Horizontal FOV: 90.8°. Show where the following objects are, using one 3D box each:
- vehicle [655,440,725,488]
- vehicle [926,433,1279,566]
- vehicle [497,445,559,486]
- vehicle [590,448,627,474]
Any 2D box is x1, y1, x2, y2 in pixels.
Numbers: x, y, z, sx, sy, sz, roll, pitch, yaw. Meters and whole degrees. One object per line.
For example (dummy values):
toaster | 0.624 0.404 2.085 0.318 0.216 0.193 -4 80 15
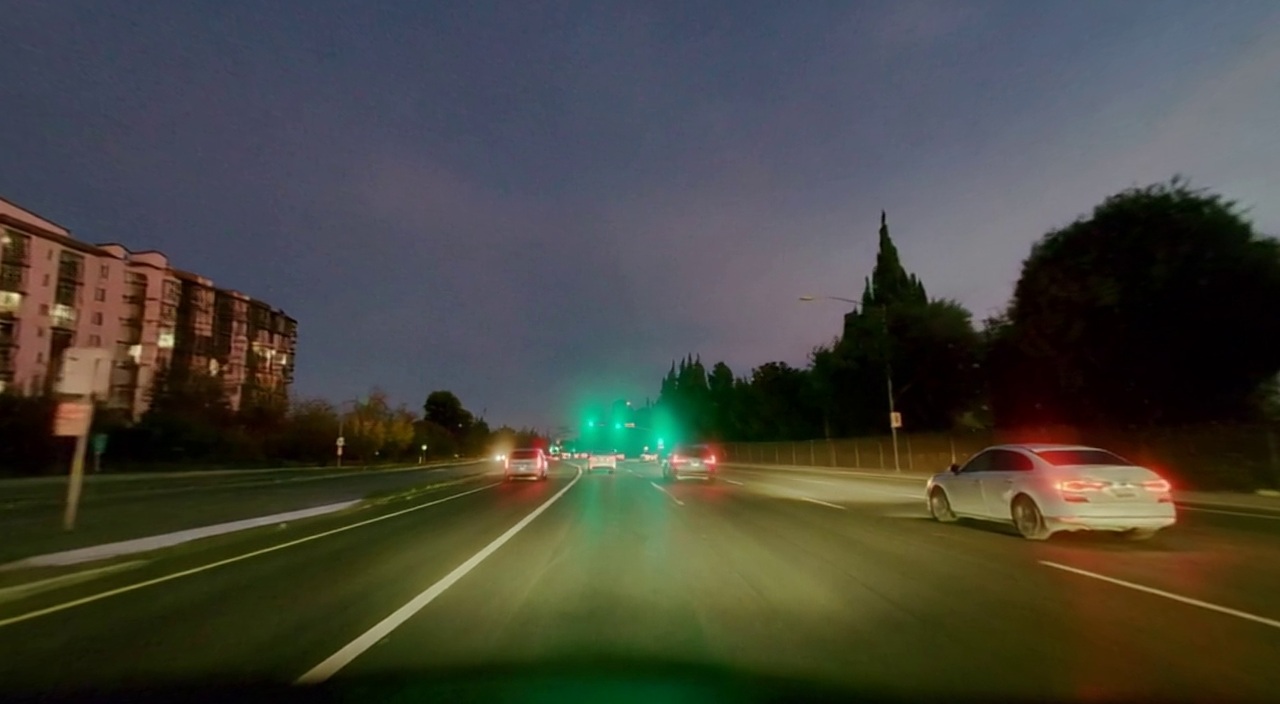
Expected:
vehicle | 1.868 4.384 25.156 2.161 1.716 4.194 1 -8 -4
vehicle | 6.097 1.897 8.959 1.945 1.408 4.288 0 -8 -2
vehicle | -4.939 5.032 28.416 2.172 1.671 4.175 0 -8 -2
vehicle | -1.999 6.689 38.933 2.155 1.486 4.403 1 -8 -5
